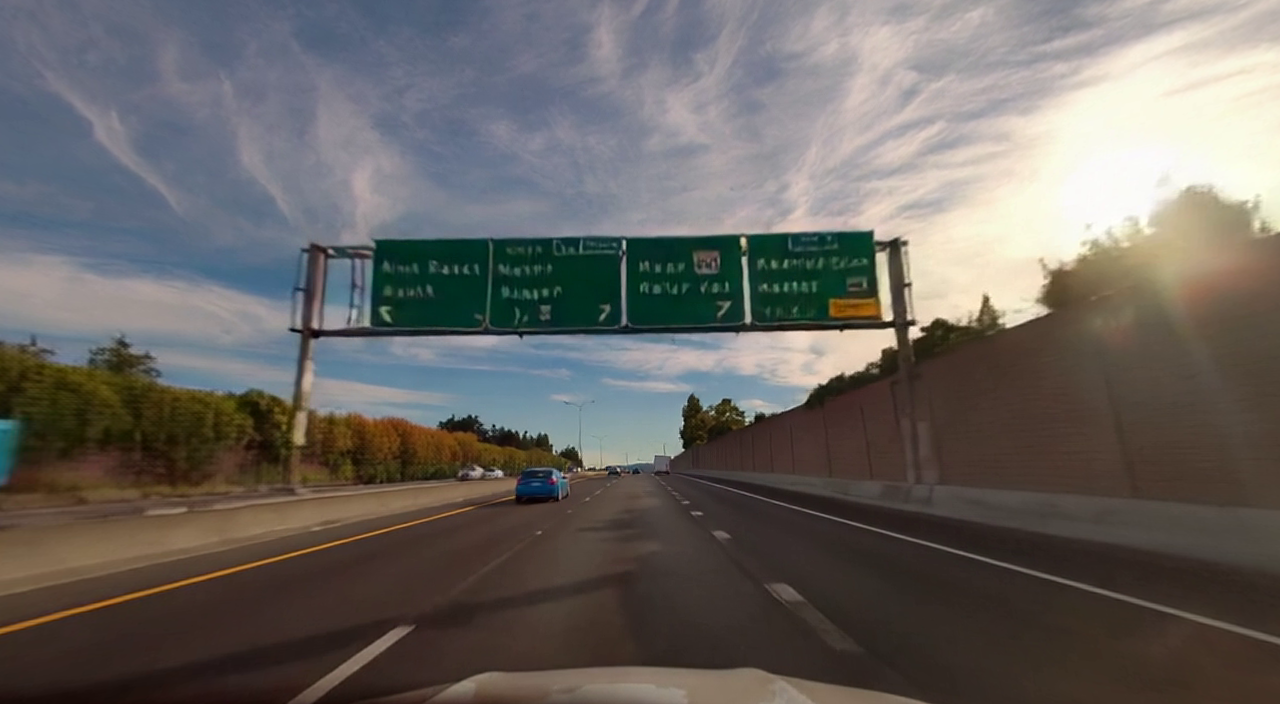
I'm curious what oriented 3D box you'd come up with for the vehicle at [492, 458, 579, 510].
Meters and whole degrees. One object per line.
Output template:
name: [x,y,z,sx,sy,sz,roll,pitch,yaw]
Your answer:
vehicle: [-3.302,4.321,20.920,2.045,1.487,4.582,1,-10,0]
